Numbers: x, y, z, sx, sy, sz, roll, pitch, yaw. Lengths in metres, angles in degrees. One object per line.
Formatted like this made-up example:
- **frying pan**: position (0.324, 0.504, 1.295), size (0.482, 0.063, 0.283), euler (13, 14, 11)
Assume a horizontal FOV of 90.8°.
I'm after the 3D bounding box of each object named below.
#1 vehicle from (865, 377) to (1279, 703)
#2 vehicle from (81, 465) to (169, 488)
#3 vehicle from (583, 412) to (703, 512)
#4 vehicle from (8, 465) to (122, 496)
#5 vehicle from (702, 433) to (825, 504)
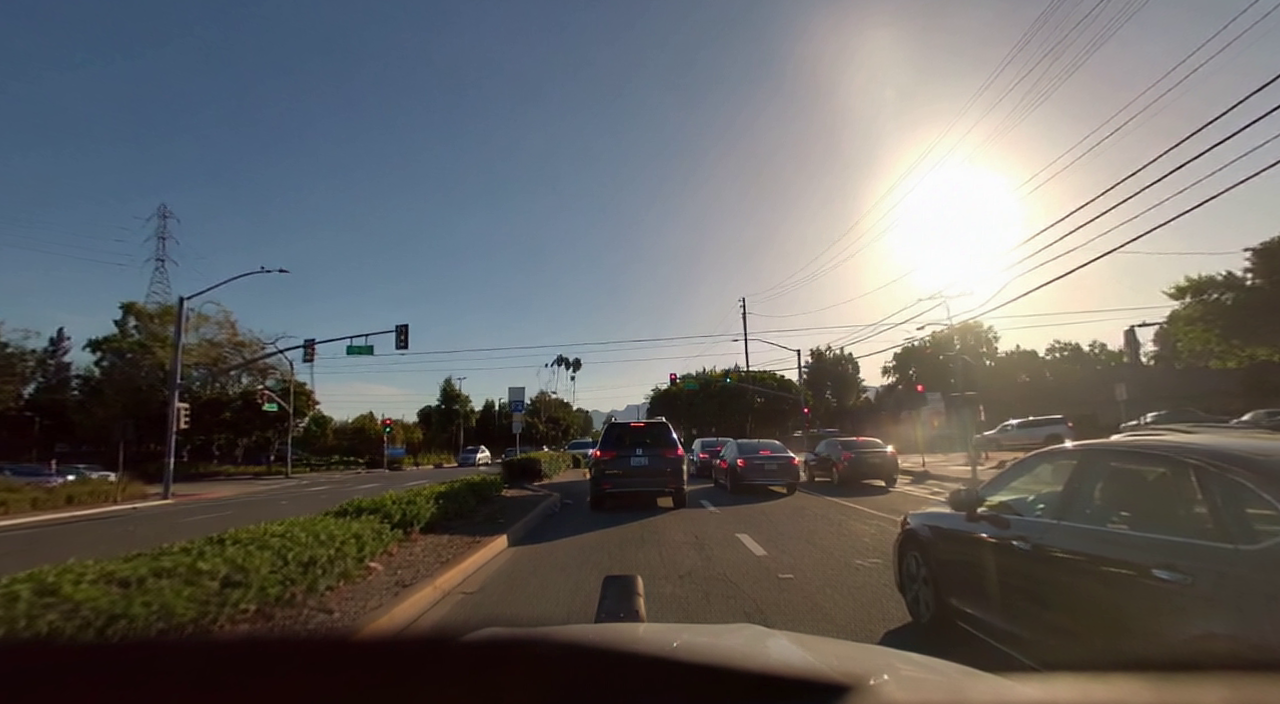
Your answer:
- **vehicle**: position (2.779, 0.948, 2.724), size (2.004, 1.460, 4.297), euler (0, -8, 0)
- **vehicle**: position (-37.805, 9.127, 46.504), size (4.569, 1.505, 1.992), euler (1, -9, -5)
- **vehicle**: position (0.044, 2.430, 14.365), size (2.236, 1.856, 4.816), euler (0, -9, 0)
- **vehicle**: position (-33.235, 7.431, 36.632), size (4.550, 1.601, 1.766), euler (1, -9, -7)
- **vehicle**: position (2.816, 2.770, 15.494), size (2.025, 1.477, 4.333), euler (0, -9, -1)
